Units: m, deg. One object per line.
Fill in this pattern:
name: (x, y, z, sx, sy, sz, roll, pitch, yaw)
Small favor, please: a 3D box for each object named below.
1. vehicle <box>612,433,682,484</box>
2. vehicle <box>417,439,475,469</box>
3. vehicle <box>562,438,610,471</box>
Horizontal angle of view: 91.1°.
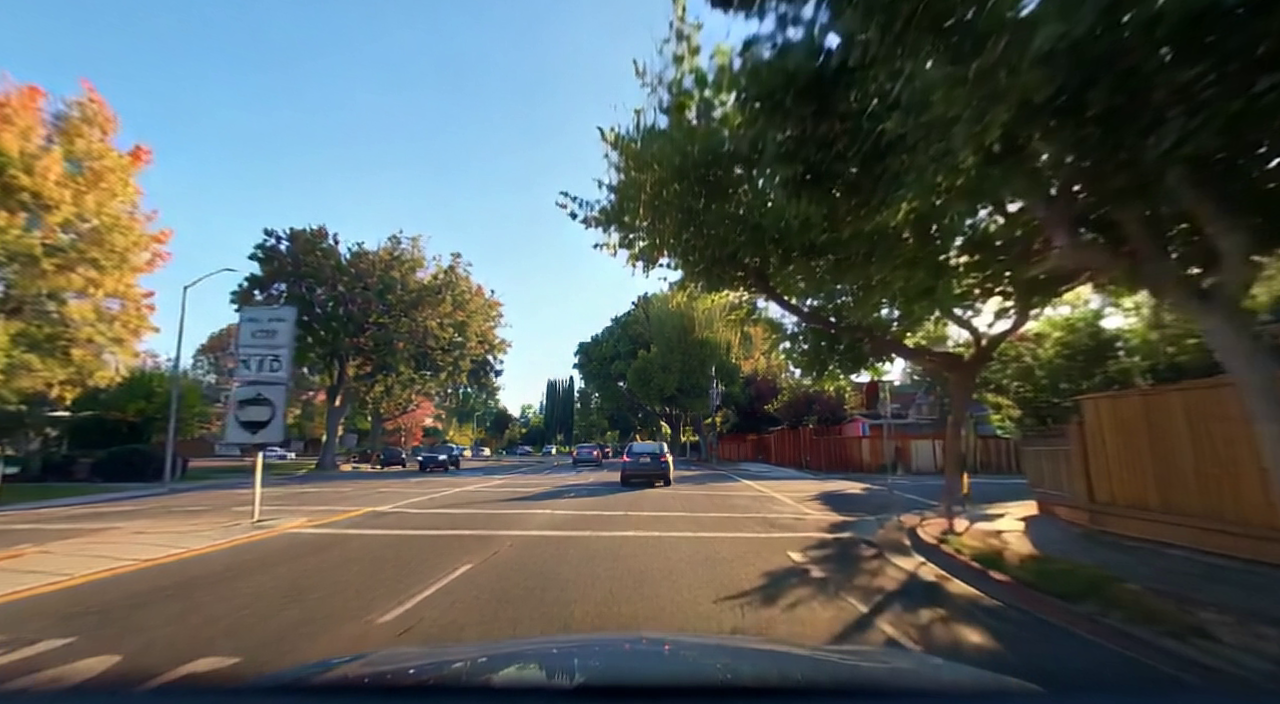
vehicle: (0.273, 3.809, 22.777, 2.290, 1.653, 4.127, 0, -8, 1)
vehicle: (-11.435, 6.038, 37.334, 2.103, 1.679, 4.199, 0, -8, 0)
vehicle: (-3.001, 5.777, 35.802, 2.067, 1.546, 4.988, 2, -7, 2)
